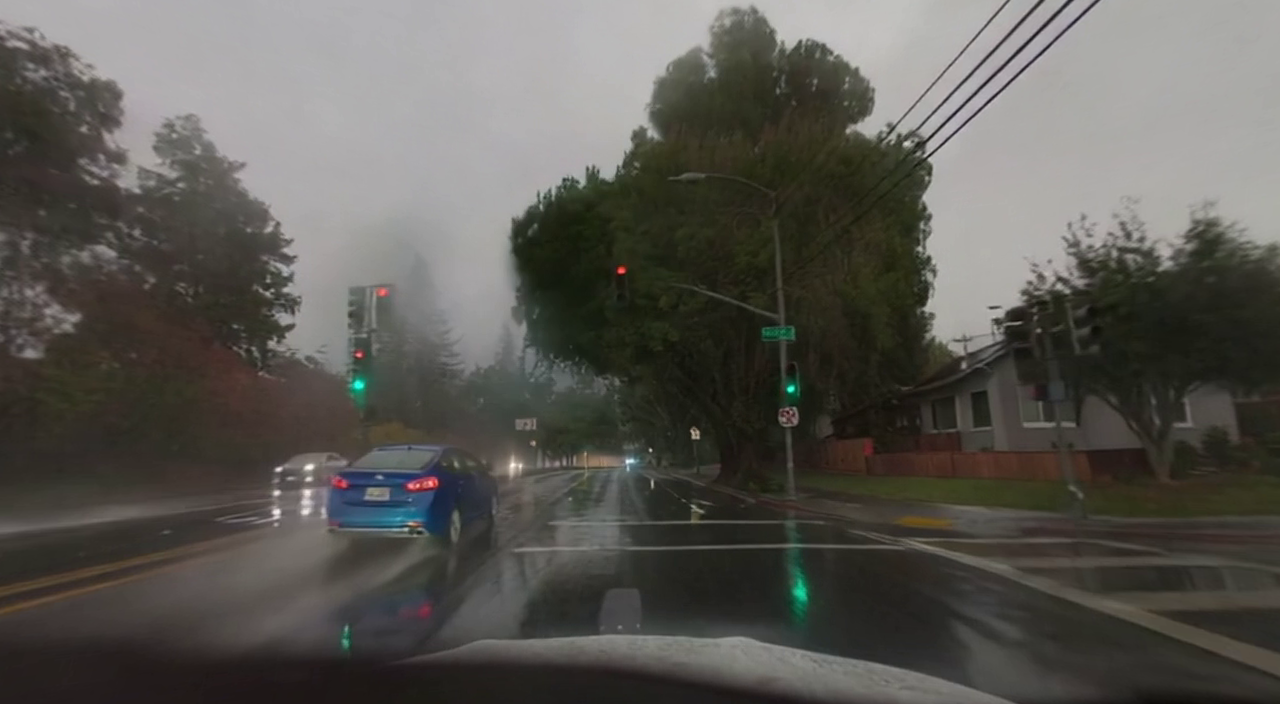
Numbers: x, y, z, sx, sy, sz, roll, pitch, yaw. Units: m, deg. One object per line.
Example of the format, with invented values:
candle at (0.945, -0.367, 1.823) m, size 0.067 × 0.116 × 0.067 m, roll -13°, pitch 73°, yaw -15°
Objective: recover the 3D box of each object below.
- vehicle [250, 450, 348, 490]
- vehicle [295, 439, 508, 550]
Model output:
vehicle at (-17.873, 6.180, 33.520) m, size 2.228 × 1.879 × 5.638 m, roll 0°, pitch -9°, yaw -3°
vehicle at (-3.795, 2.326, 11.097) m, size 1.980 × 1.508 × 4.502 m, roll 0°, pitch -9°, yaw 0°
